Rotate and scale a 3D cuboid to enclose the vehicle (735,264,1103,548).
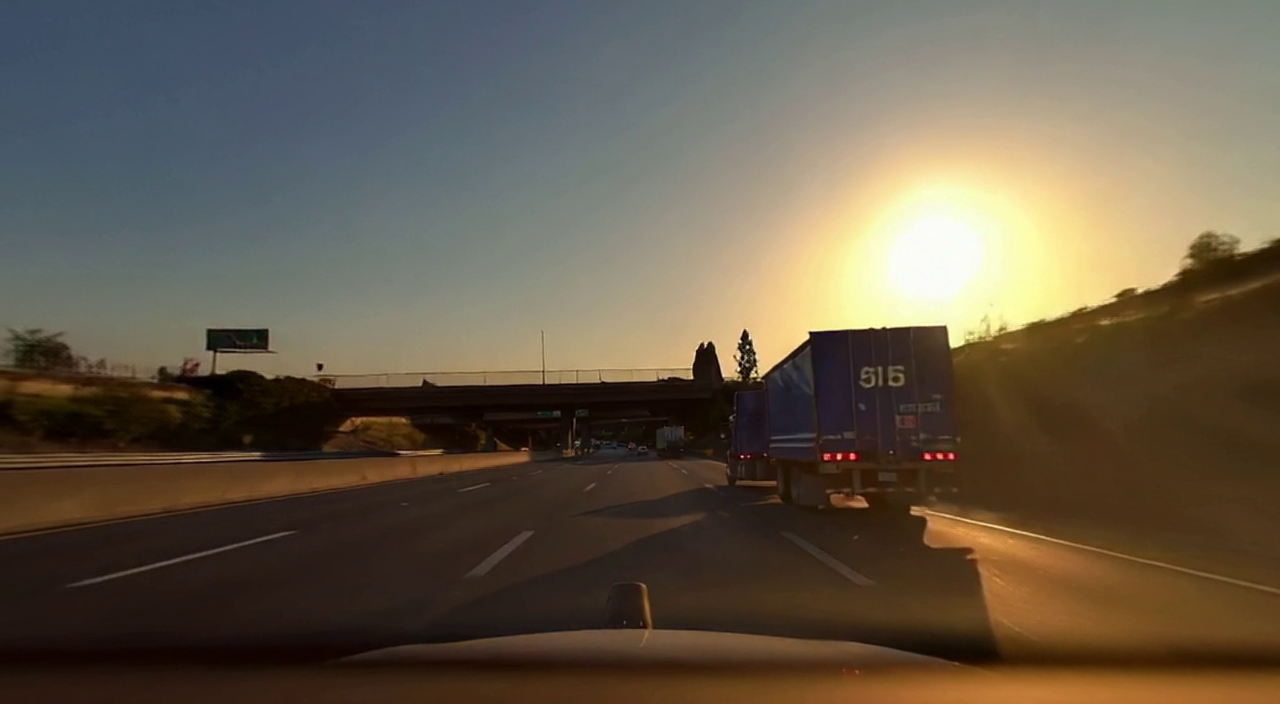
[{"bbox_3d":[4.338,1.433,13.321,3.107,3.718,10.231,0,-9,0],"label":"vehicle"}]
